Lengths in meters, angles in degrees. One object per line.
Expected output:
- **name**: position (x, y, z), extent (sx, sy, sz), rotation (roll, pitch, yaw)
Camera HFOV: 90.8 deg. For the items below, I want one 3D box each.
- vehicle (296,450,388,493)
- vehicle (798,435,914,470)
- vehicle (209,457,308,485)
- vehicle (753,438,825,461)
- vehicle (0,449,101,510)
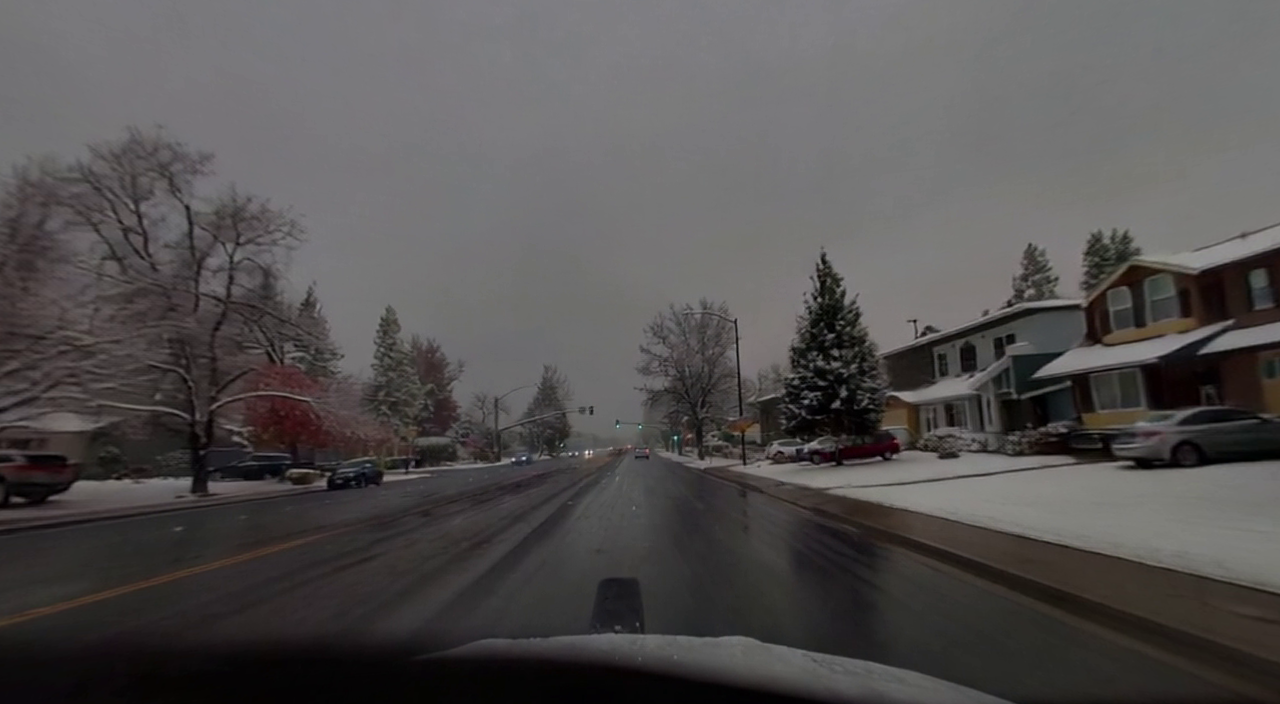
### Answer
- **vehicle**: position (-14.410, 5.755, 30.957), extent (2.008, 1.908, 5.305), rotation (0, -9, -1)
- **vehicle**: position (9.991, 4.670, 29.494), extent (4.660, 1.513, 2.067), rotation (0, -9, -1)
- **vehicle**: position (-21.135, 6.604, 35.086), extent (4.284, 1.431, 1.811), rotation (0, -9, 0)
- **vehicle**: position (10.679, 7.014, 45.429), extent (4.675, 1.520, 1.925), rotation (0, -9, 0)
- **vehicle**: position (-21.159, 4.181, 20.929), extent (4.756, 1.869, 2.042), rotation (-1, -9, 3)
